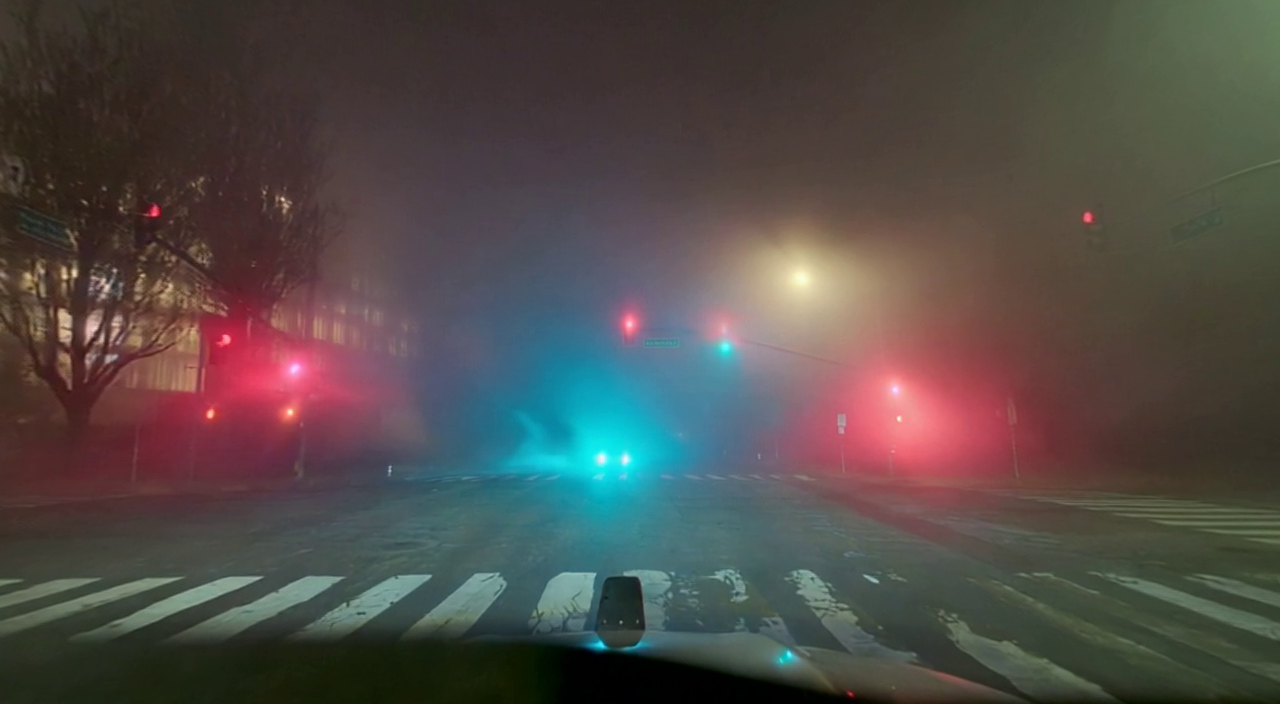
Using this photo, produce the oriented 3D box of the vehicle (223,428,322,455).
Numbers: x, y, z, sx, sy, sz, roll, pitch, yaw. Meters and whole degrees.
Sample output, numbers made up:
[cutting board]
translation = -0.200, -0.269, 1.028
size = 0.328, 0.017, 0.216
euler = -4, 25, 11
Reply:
[vehicle]
translation = -22.402, 5.515, 38.708
size = 4.765, 1.593, 1.891
euler = 1, -9, -8
